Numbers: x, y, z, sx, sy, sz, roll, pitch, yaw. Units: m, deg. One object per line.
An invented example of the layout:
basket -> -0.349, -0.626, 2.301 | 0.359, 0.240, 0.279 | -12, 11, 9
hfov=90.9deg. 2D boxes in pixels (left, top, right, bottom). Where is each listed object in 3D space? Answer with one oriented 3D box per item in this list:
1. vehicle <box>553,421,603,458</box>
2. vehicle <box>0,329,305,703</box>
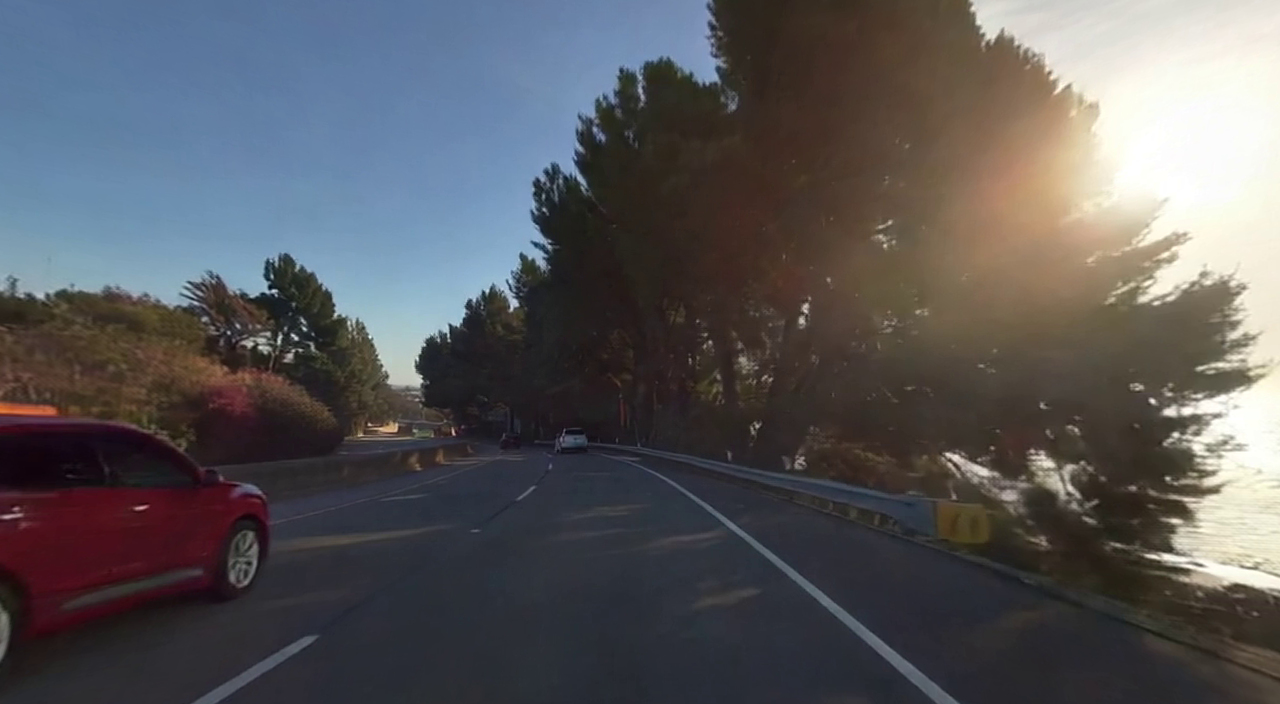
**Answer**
vehicle -> -4.022, 5.589, 40.037 | 2.632, 2.162, 5.529 | 2, -9, -11
vehicle -> -4.295, 0.884, 3.533 | 2.248, 1.849, 4.747 | 0, -8, -1
